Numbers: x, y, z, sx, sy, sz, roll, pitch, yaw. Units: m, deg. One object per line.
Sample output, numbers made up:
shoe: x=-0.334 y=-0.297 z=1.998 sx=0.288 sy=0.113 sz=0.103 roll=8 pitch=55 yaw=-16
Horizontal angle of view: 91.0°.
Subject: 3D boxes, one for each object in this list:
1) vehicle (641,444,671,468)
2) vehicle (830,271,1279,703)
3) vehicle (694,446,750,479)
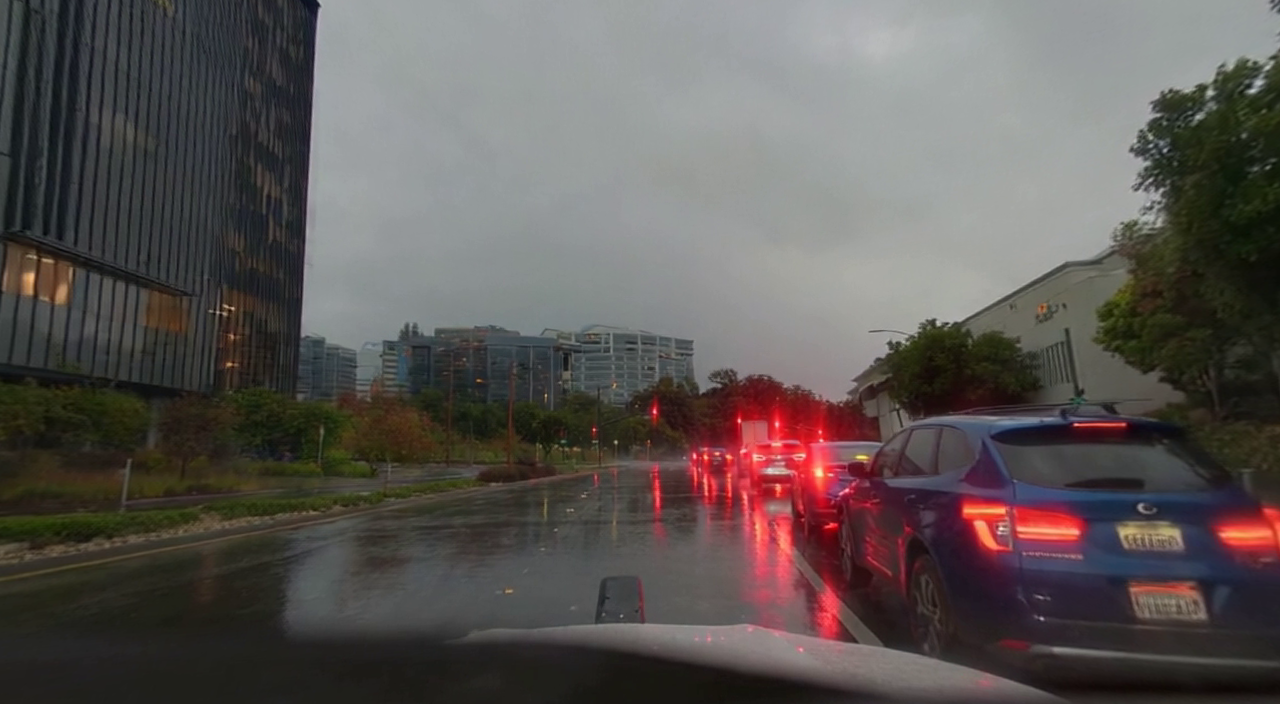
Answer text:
vehicle: x=1.308 y=8.132 z=49.490 sx=2.121 sy=1.728 sz=4.161 roll=-1 pitch=-9 yaw=5
vehicle: x=2.453 y=1.007 z=3.475 sx=2.092 sy=1.703 sz=4.870 roll=-2 pitch=-9 yaw=10
vehicle: x=4.107 y=5.589 z=32.177 sx=2.183 sy=1.553 sz=3.923 roll=0 pitch=-9 yaw=-2
